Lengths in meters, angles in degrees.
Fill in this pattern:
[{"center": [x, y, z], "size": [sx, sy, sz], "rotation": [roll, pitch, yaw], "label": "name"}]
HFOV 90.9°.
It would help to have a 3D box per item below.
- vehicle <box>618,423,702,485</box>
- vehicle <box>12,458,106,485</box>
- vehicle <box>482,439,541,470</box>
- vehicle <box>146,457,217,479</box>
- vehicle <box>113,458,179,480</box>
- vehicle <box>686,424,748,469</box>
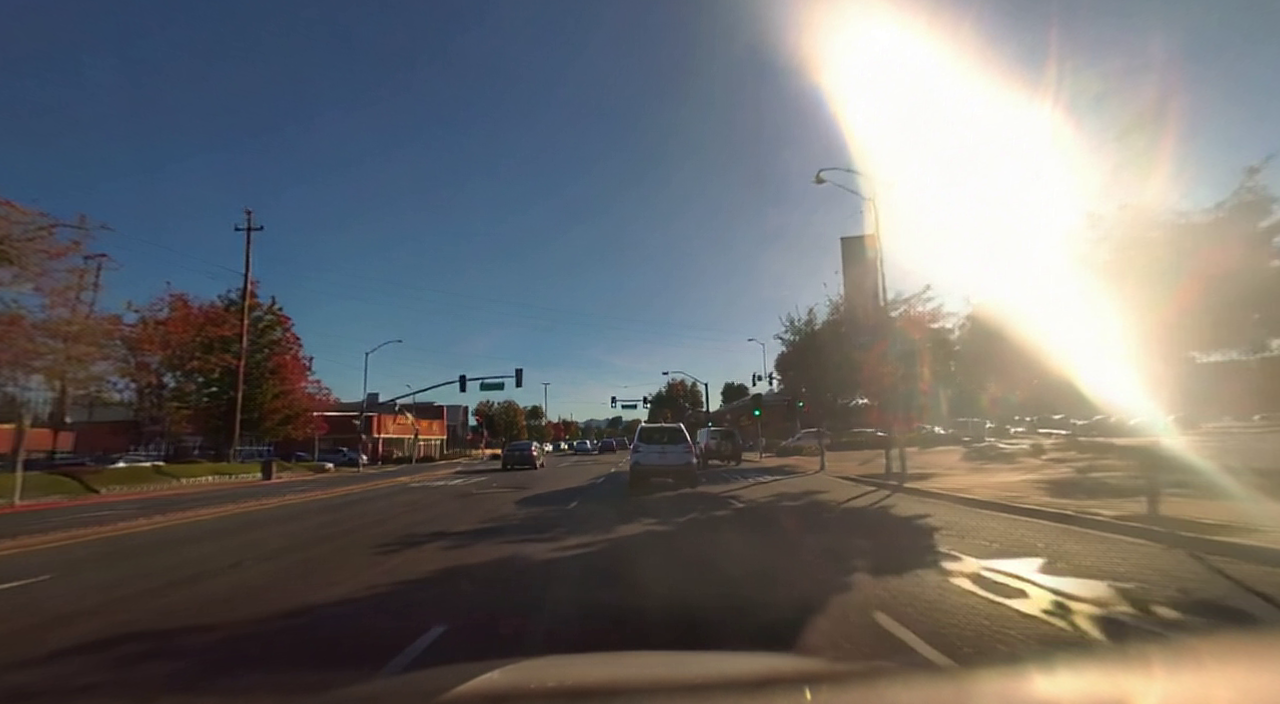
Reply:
[{"center": [0.585, 3.436, 21.670], "size": [2.513, 1.854, 5.235], "rotation": [0, -8, 0], "label": "vehicle"}, {"center": [-35.493, 7.268, 38.527], "size": [4.542, 1.475, 1.903], "rotation": [-2, -8, 13], "label": "vehicle"}, {"center": [-6.444, 5.167, 32.140], "size": [1.966, 1.461, 4.422], "rotation": [0, -8, 1], "label": "vehicle"}, {"center": [-34.033, 8.594, 46.976], "size": [1.819, 1.433, 4.403], "rotation": [0, -8, 2], "label": "vehicle"}, {"center": [-36.702, 8.702, 46.955], "size": [1.785, 1.415, 3.853], "rotation": [0, -8, 0], "label": "vehicle"}, {"center": [3.925, 4.954, 33.381], "size": [2.452, 2.148, 5.877], "rotation": [0, -8, 0], "label": "vehicle"}]
